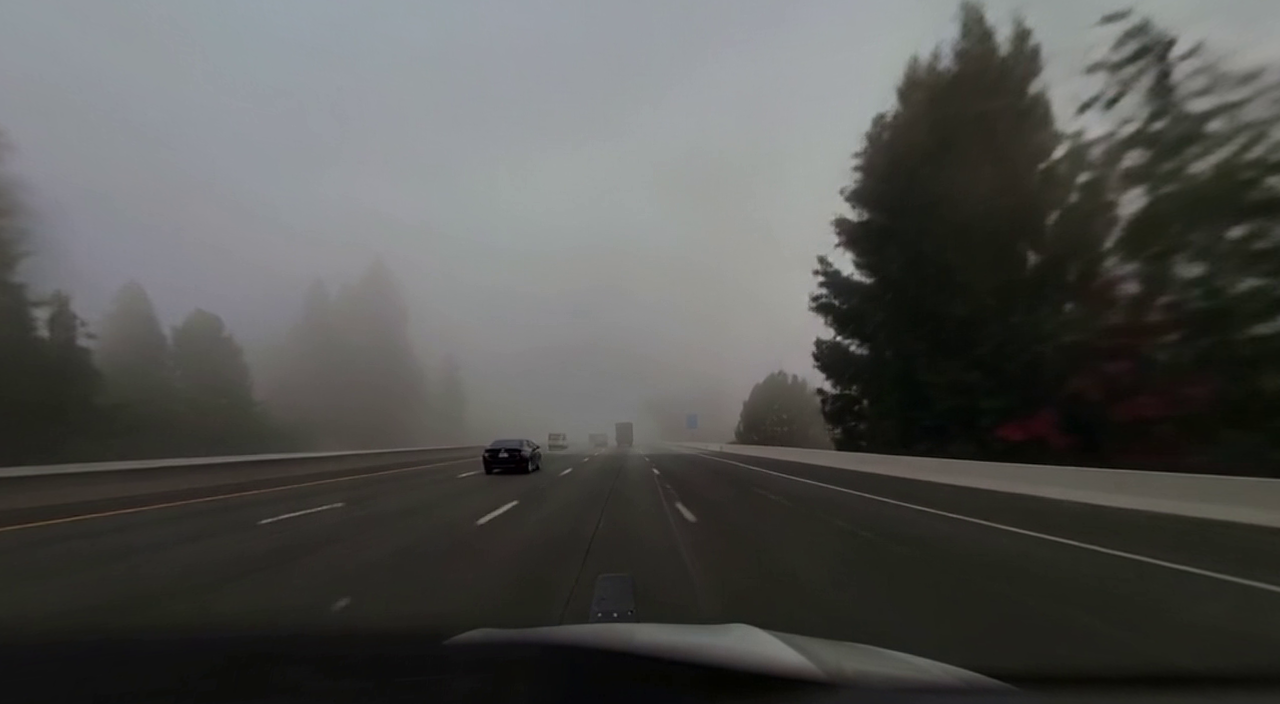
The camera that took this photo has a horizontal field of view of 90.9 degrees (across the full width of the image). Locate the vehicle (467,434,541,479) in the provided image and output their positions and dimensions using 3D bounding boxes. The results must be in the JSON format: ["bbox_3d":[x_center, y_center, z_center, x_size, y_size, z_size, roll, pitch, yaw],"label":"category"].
[{"bbox_3d":[-4.856,3.748,22.948,1.912,1.495,3.703,0,-8,-1],"label":"vehicle"}]
